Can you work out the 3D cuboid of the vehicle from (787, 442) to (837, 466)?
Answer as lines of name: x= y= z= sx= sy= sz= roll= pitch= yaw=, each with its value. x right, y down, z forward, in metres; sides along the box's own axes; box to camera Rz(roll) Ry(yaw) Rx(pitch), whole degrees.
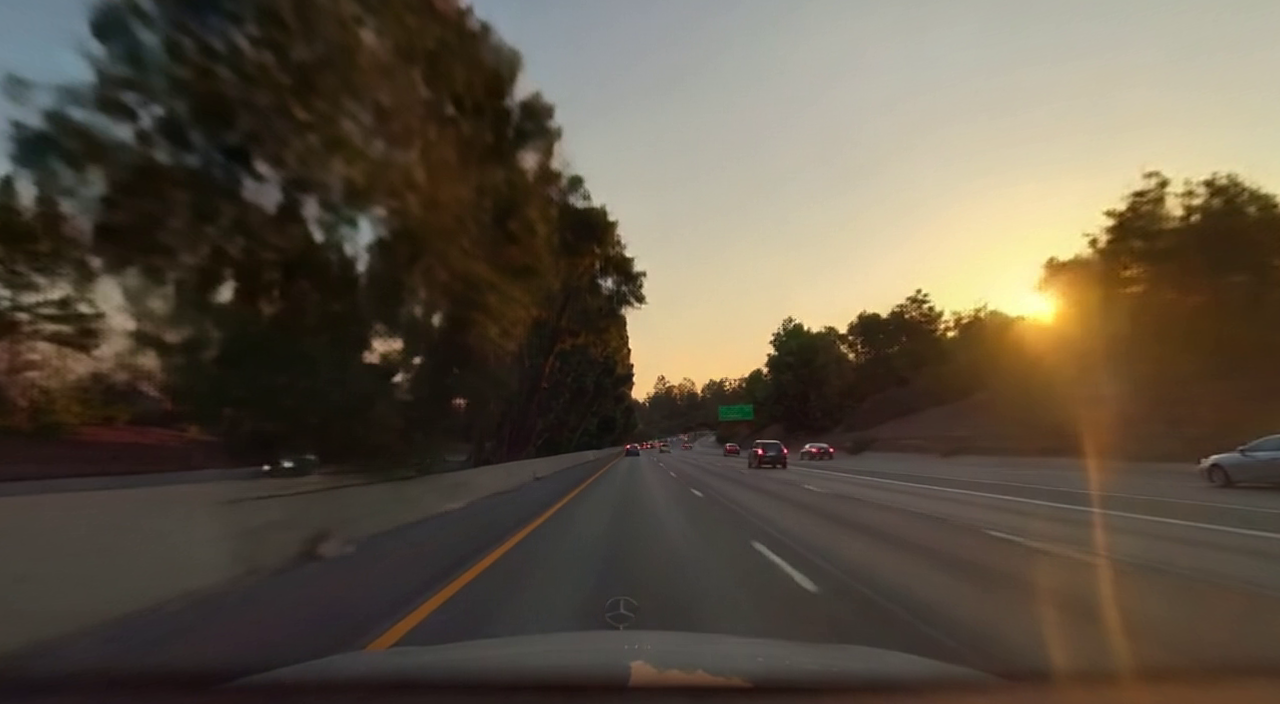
vehicle: x=10.923 y=6.497 z=40.395 sx=1.931 sy=1.479 sz=4.183 roll=0 pitch=-9 yaw=-1

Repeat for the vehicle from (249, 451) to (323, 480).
vehicle: x=-24.682 y=7.880 z=44.300 sx=2.302 sy=1.848 sz=4.869 roll=0 pitch=-9 yaw=0

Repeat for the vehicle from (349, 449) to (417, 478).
vehicle: x=-15.755 y=6.829 z=39.040 sx=2.345 sy=1.623 sz=4.641 roll=0 pitch=-9 yaw=-2

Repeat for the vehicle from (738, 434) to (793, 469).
vehicle: x=7.081 y=5.655 z=36.060 sx=2.098 sy=1.820 sz=4.505 roll=0 pitch=-9 yaw=-2
